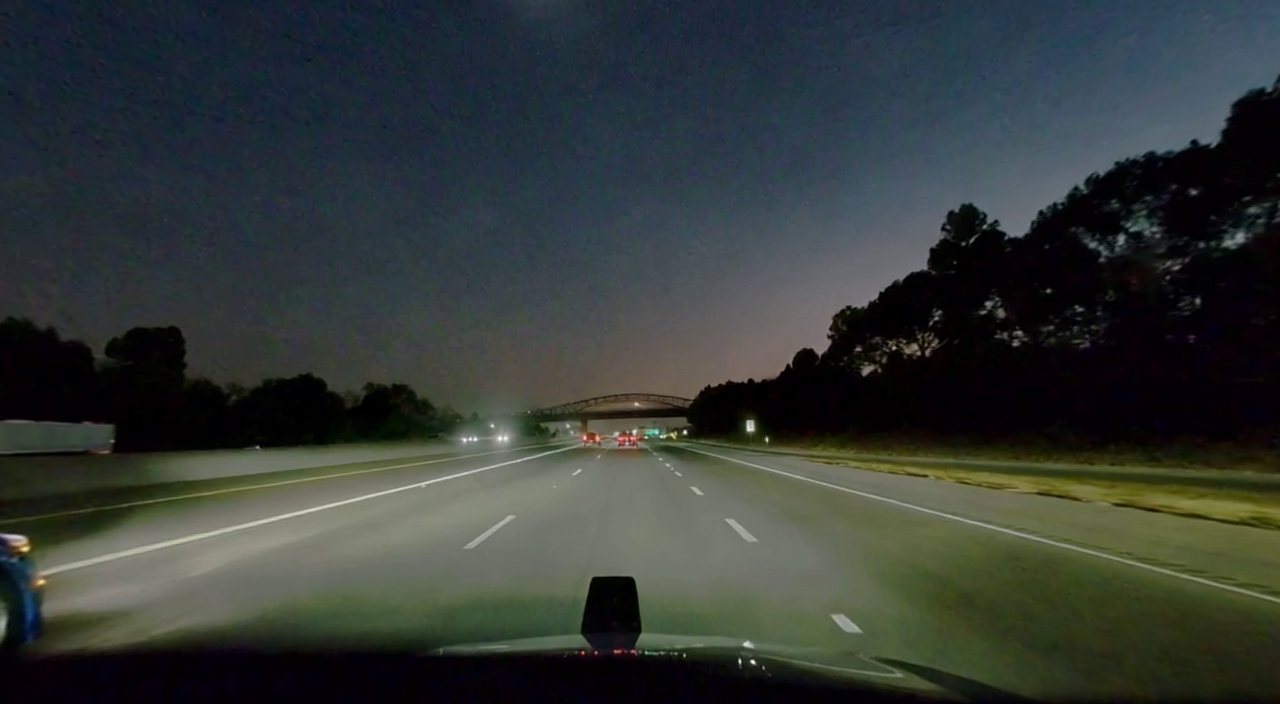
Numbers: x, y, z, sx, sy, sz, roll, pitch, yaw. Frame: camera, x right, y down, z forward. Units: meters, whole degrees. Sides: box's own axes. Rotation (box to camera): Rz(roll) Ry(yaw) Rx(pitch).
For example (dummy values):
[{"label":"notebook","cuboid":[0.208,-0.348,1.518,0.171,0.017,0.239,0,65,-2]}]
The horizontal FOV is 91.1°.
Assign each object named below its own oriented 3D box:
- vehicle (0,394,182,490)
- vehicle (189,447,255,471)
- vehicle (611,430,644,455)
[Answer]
[{"label":"vehicle","cuboid":[-28.755,4.214,29.657,2.923,4.095,14.129,0,-8,4]},{"label":"vehicle","cuboid":[-28.893,7.397,43.561,1.786,1.493,4.035,0,-8,0]},{"label":"vehicle","cuboid":[-0.820,6.041,42.145,2.116,1.625,4.004,0,-8,-1]}]
